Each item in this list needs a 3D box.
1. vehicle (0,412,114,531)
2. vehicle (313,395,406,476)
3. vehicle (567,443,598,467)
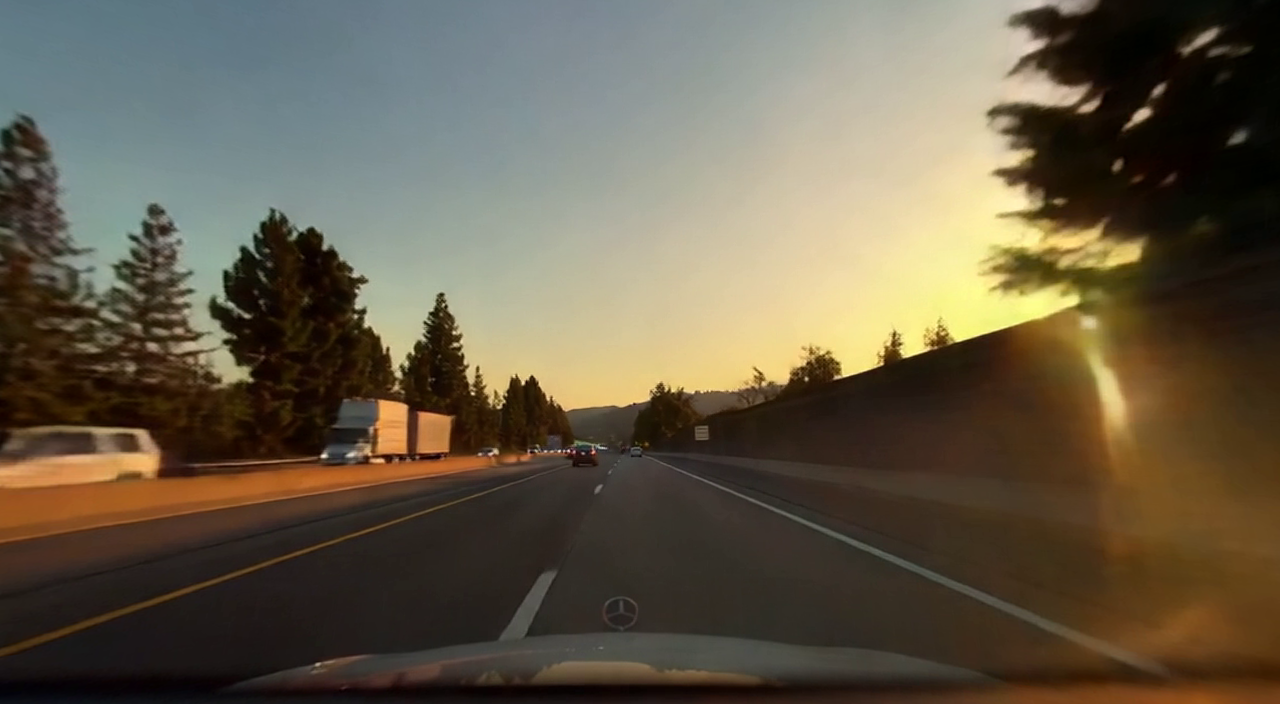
[{"bbox_3d":[-11.557,1.924,9.997,2.207,1.926,4.777,0,-9,-2],"label":"vehicle"},{"bbox_3d":[-16.860,5.179,38.243,2.959,4.473,5.911,-1,-9,-1],"label":"vehicle"},{"bbox_3d":[-4.224,7.680,46.816,2.098,1.692,4.038,0,-9,-2],"label":"vehicle"}]
